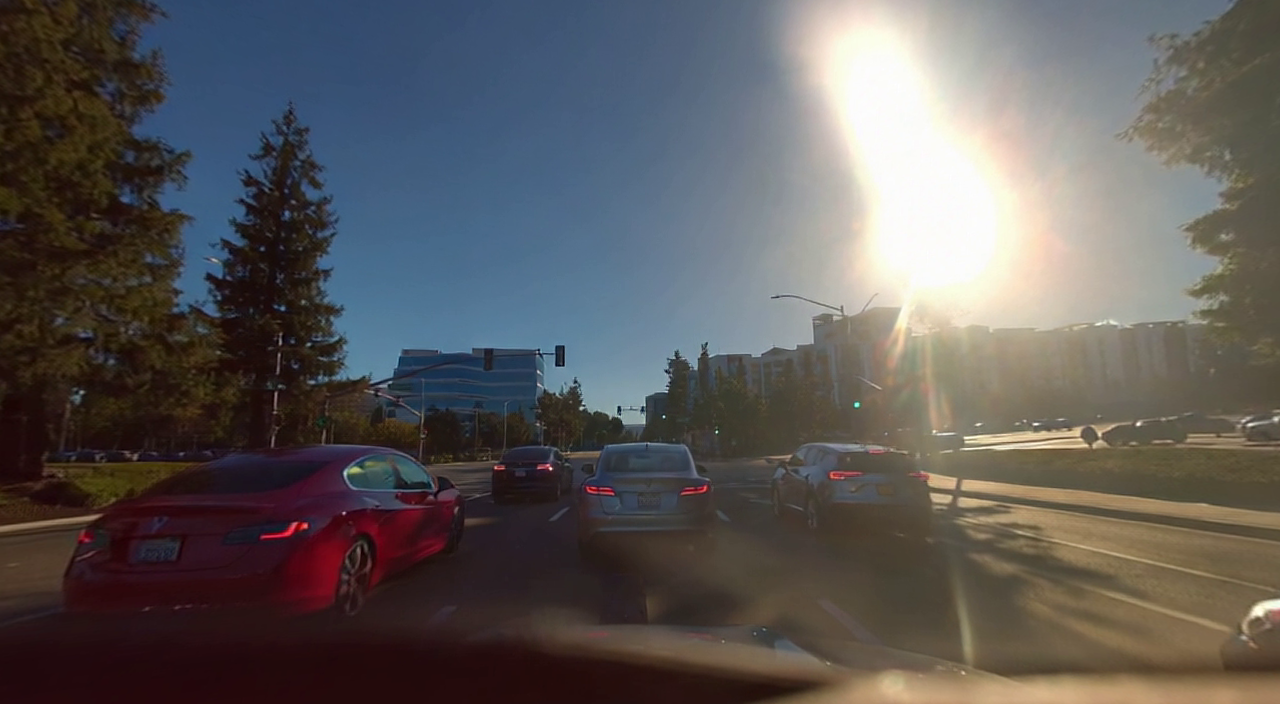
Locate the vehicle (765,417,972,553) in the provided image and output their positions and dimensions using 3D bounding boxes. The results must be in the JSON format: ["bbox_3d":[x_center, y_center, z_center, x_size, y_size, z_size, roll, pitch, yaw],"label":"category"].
[{"bbox_3d":[3.441,2.075,10.441,1.938,1.732,4.006,2,-9,0],"label":"vehicle"}]

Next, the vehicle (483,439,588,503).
[{"bbox_3d":[-2.739,3.224,17.524,2.089,1.537,4.073,-1,-9,2],"label":"vehicle"}]

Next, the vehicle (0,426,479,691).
[{"bbox_3d":[-3.101,1.509,5.852,2.015,1.478,4.407,0,-8,0],"label":"vehicle"}]

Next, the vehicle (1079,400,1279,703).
[{"bbox_3d":[3.306,0.739,0.957,1.951,1.522,4.614,0,-9,0],"label":"vehicle"}]

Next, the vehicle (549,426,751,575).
[{"bbox_3d":[0.104,1.899,8.881,2.144,1.563,4.218,0,-8,0],"label":"vehicle"}]
